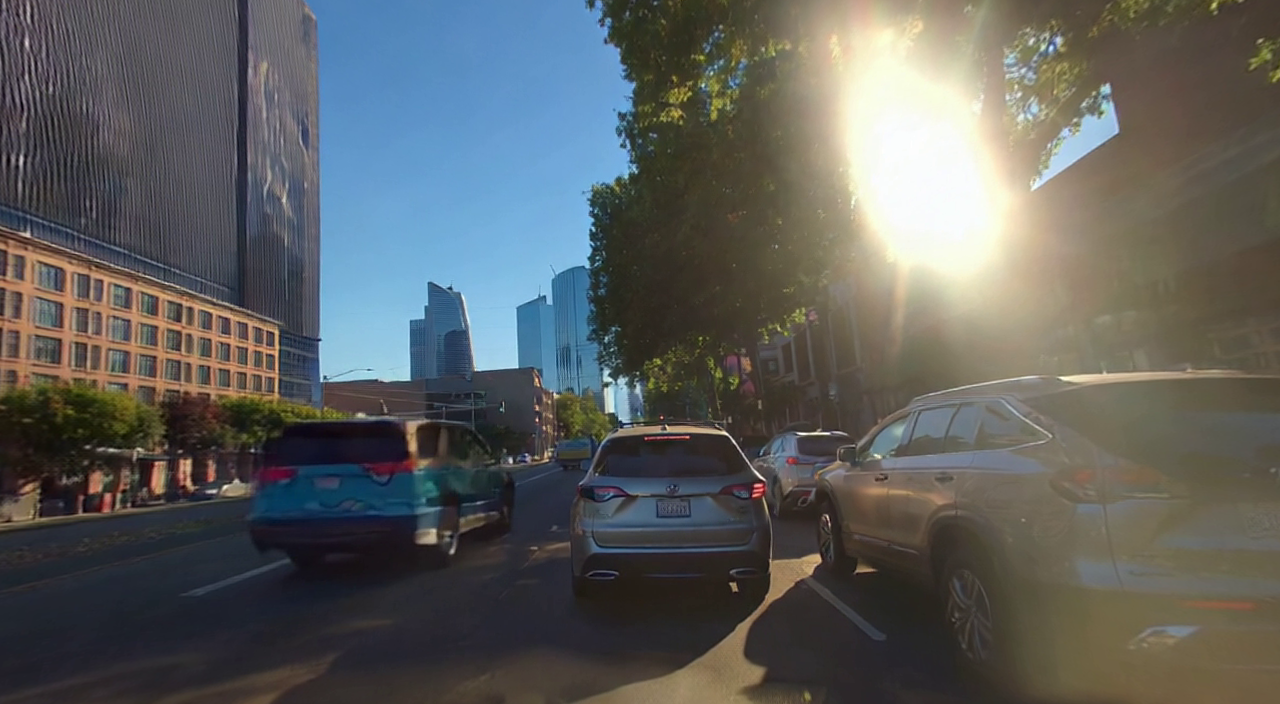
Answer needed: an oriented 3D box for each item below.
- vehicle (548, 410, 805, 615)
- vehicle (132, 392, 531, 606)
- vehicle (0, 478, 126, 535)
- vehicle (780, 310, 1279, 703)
[{"bbox_3d":[0.232,1.550,6.876,2.045,1.608,3.573,0,-9,-2],"label":"vehicle"},{"bbox_3d":[-3.179,1.693,8.361,2.375,1.847,5.606,0,-9,1],"label":"vehicle"},{"bbox_3d":[-22.642,5.767,24.036,1.975,1.698,4.715,0,-9,2],"label":"vehicle"},{"bbox_3d":[2.745,1.102,4.906,2.117,1.855,4.794,0,-9,-1],"label":"vehicle"}]
